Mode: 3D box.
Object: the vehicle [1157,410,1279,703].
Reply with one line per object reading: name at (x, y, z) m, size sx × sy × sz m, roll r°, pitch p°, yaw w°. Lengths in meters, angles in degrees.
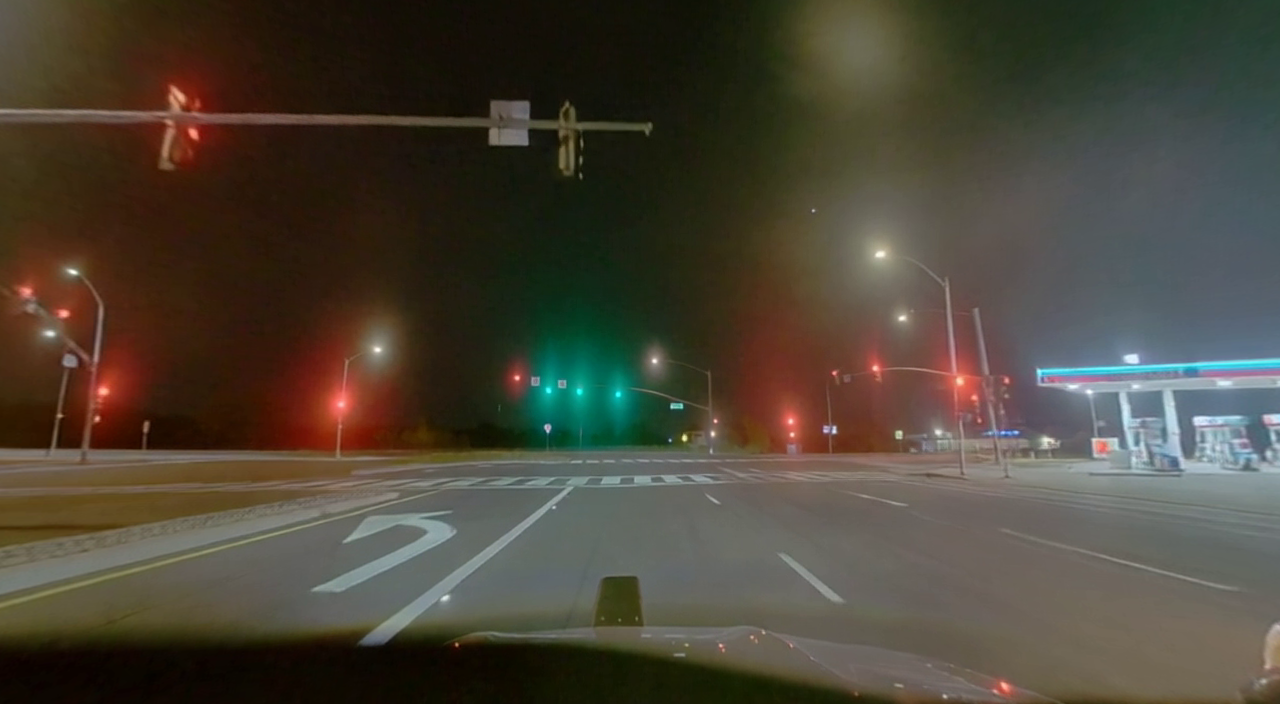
vehicle at (3.180, 0.652, 0.330) m, size 2.023 × 1.437 × 4.477 m, roll 0°, pitch -9°, yaw 0°
